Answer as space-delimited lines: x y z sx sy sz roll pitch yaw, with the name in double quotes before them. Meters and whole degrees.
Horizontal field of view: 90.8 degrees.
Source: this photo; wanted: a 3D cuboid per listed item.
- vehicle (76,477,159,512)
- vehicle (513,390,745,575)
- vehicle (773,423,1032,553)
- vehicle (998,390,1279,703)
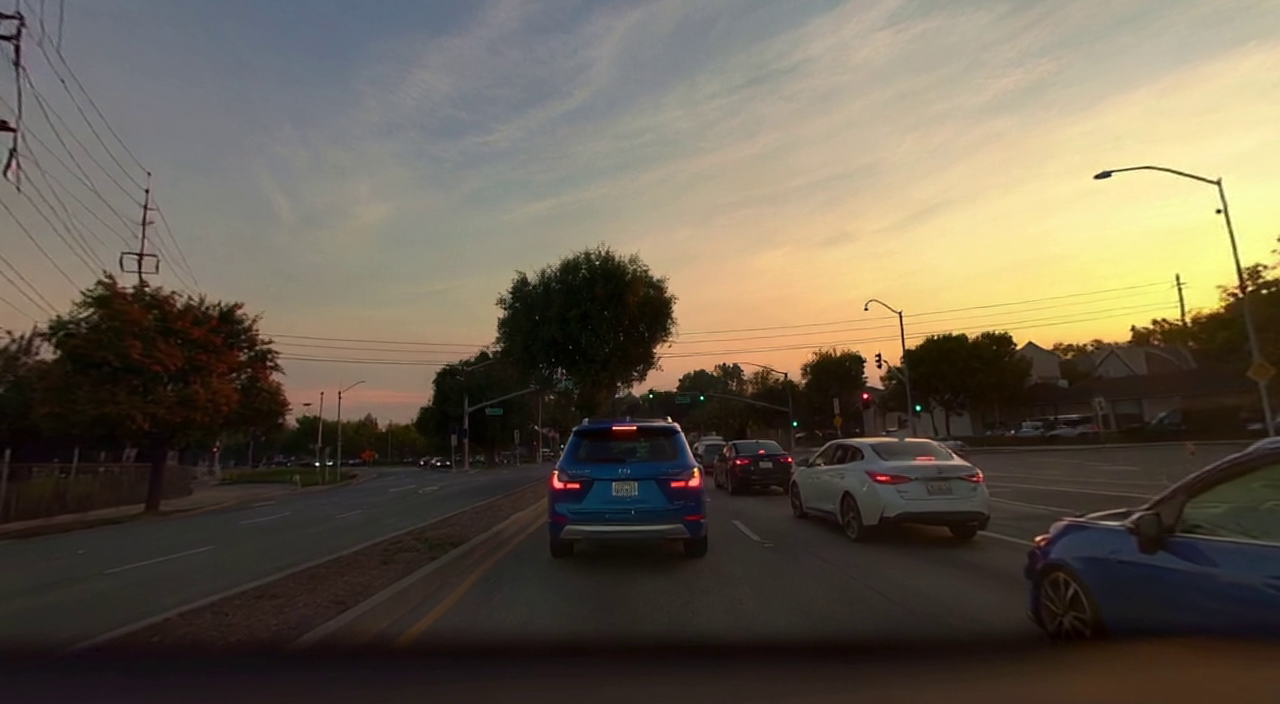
"vehicle" -26.488 7.209 32.014 3.826 1.522 1.741 -8 -11 27
"vehicle" -0.140 1.615 8.488 2.300 1.821 4.254 0 -9 -1
"vehicle" 3.497 1.901 9.535 1.952 1.477 4.417 0 -9 -1
"vehicle" 3.286 0.787 1.695 1.984 1.462 4.513 0 -9 0
